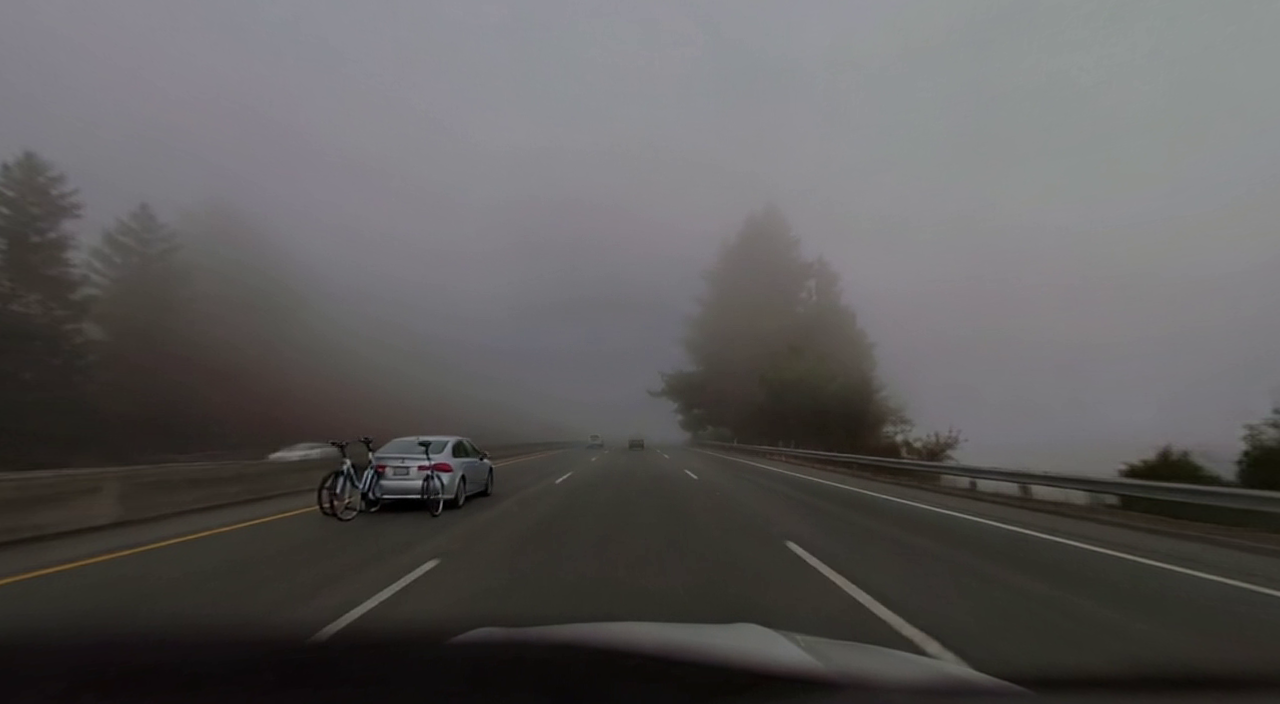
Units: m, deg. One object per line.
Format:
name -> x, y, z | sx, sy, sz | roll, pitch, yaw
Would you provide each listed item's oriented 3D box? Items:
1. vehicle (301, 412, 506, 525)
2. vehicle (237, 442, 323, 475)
vehicle -> -3.964, 2.007, 11.542 | 2.064, 1.647, 4.381 | 0, -8, 0
vehicle -> -17.761, 5.250, 31.322 | 1.855, 1.444, 4.044 | 0, -8, 0
